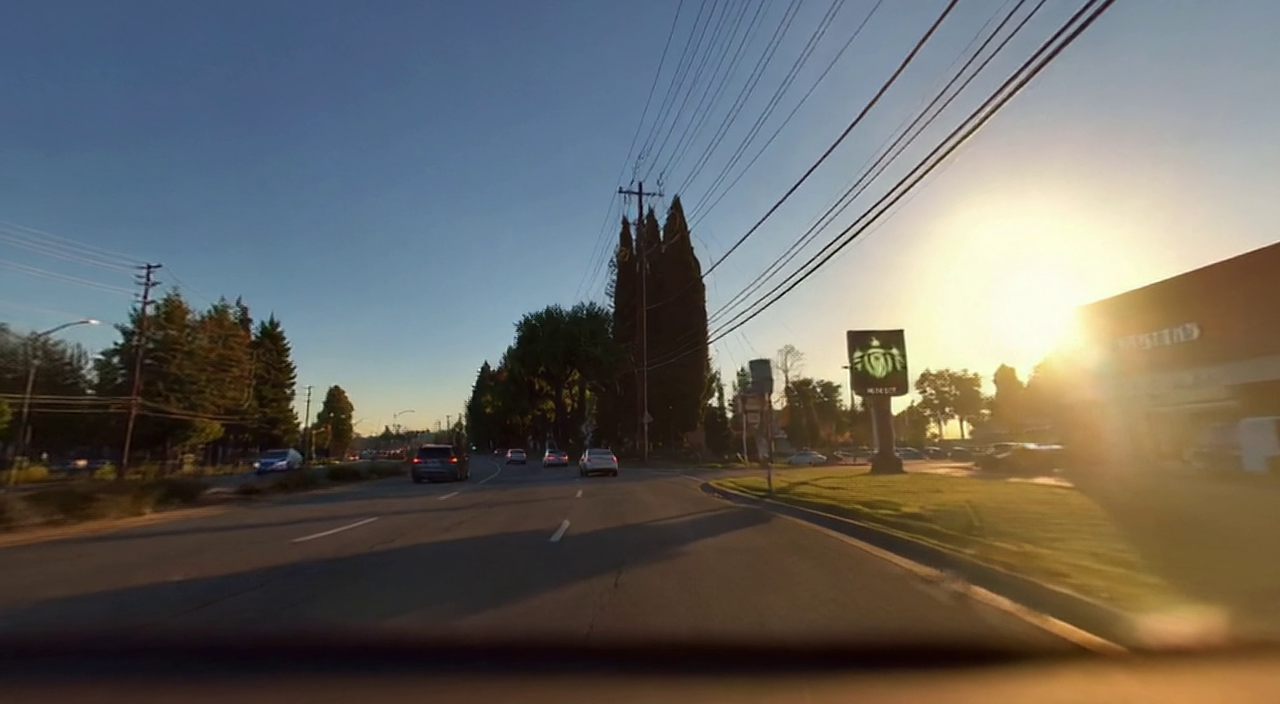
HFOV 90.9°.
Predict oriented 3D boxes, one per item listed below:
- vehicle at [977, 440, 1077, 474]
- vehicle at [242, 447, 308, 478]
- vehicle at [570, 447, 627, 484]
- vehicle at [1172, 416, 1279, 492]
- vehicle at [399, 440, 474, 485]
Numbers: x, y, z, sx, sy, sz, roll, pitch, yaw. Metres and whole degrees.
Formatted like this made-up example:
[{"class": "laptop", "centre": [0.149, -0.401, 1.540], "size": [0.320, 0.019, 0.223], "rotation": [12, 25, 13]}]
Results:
[{"class": "vehicle", "centre": [18.220, 4.958, 29.965], "size": [1.795, 1.485, 4.601], "rotation": [0, -9, 0]}, {"class": "vehicle", "centre": [-25.393, 7.668, 44.195], "size": [2.258, 1.960, 5.783], "rotation": [2, -9, -12]}, {"class": "vehicle", "centre": [-1.911, 4.935, 27.836], "size": [2.130, 1.476, 4.453], "rotation": [1, -9, -8]}, {"class": "vehicle", "centre": [17.060, 2.681, 16.720], "size": [1.863, 1.889, 4.839], "rotation": [-3, -10, 5]}, {"class": "vehicle", "centre": [-8.705, 4.734, 27.405], "size": [2.195, 1.752, 4.515], "rotation": [1, -9, -7]}]
